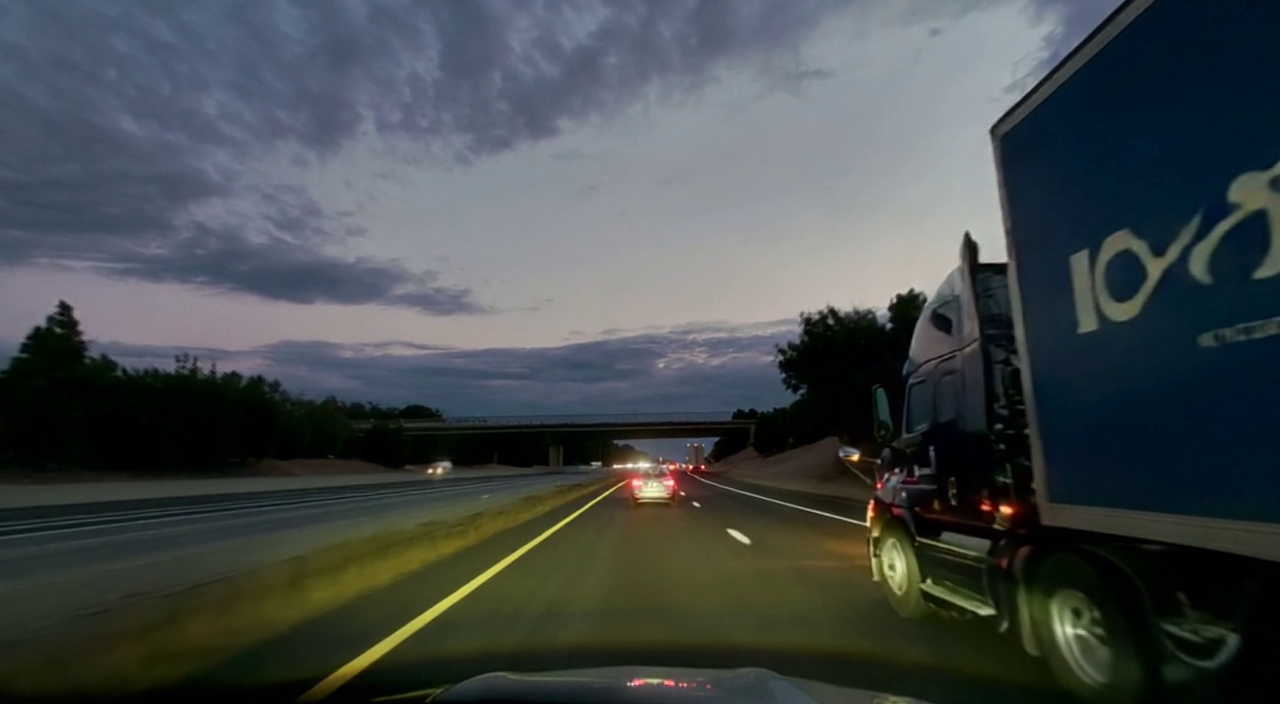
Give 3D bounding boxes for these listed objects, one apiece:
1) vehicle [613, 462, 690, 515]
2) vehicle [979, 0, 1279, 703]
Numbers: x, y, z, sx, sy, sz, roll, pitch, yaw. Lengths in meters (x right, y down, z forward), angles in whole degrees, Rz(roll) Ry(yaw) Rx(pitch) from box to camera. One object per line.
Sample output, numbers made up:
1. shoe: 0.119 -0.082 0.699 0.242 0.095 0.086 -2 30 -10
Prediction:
1. vehicle: 0.332 4.187 19.608 2.156 1.444 3.762 1 -10 0
2. vehicle: 4.330 -0.086 1.992 3.008 3.920 5.910 1 -10 0
